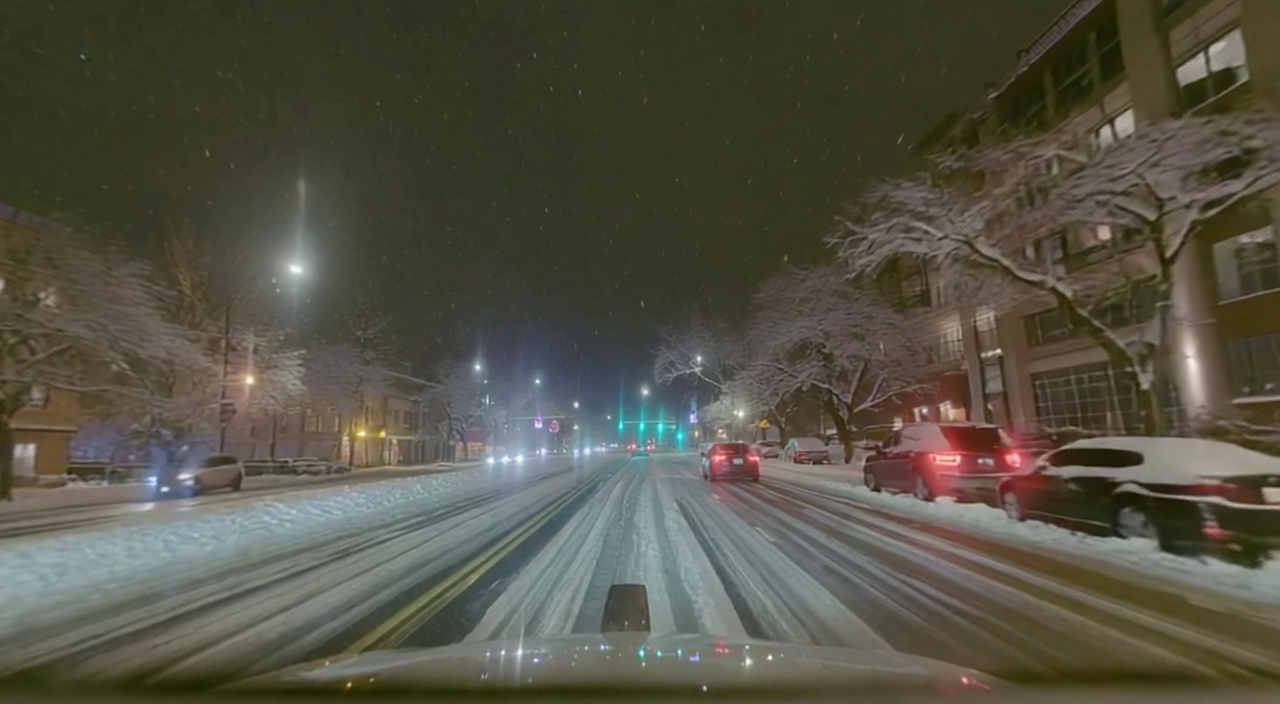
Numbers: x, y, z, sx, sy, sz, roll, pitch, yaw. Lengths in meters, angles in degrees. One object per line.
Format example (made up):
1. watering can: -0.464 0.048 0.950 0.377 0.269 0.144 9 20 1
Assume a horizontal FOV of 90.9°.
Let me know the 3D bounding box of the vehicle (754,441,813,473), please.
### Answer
1. vehicle: 7.262 5.360 32.382 1.937 1.475 4.682 0 -8 0

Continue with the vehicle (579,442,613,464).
1. vehicle: -3.108 7.278 45.600 2.082 1.467 4.379 0 -8 1

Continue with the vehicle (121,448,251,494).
1. vehicle: -19.030 4.977 26.762 2.022 1.735 4.695 0 -8 0

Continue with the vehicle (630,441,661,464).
1. vehicle: 0.377 7.116 44.785 2.101 1.480 3.929 0 -8 0

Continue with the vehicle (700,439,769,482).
1. vehicle: 3.556 4.171 24.546 1.990 1.486 4.431 0 -8 0

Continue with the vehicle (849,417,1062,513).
1. vehicle: 7.044 2.609 15.103 2.087 1.823 5.906 0 -8 1

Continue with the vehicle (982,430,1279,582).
1. vehicle: 6.859 1.852 8.548 1.837 1.463 4.651 0 -8 0
